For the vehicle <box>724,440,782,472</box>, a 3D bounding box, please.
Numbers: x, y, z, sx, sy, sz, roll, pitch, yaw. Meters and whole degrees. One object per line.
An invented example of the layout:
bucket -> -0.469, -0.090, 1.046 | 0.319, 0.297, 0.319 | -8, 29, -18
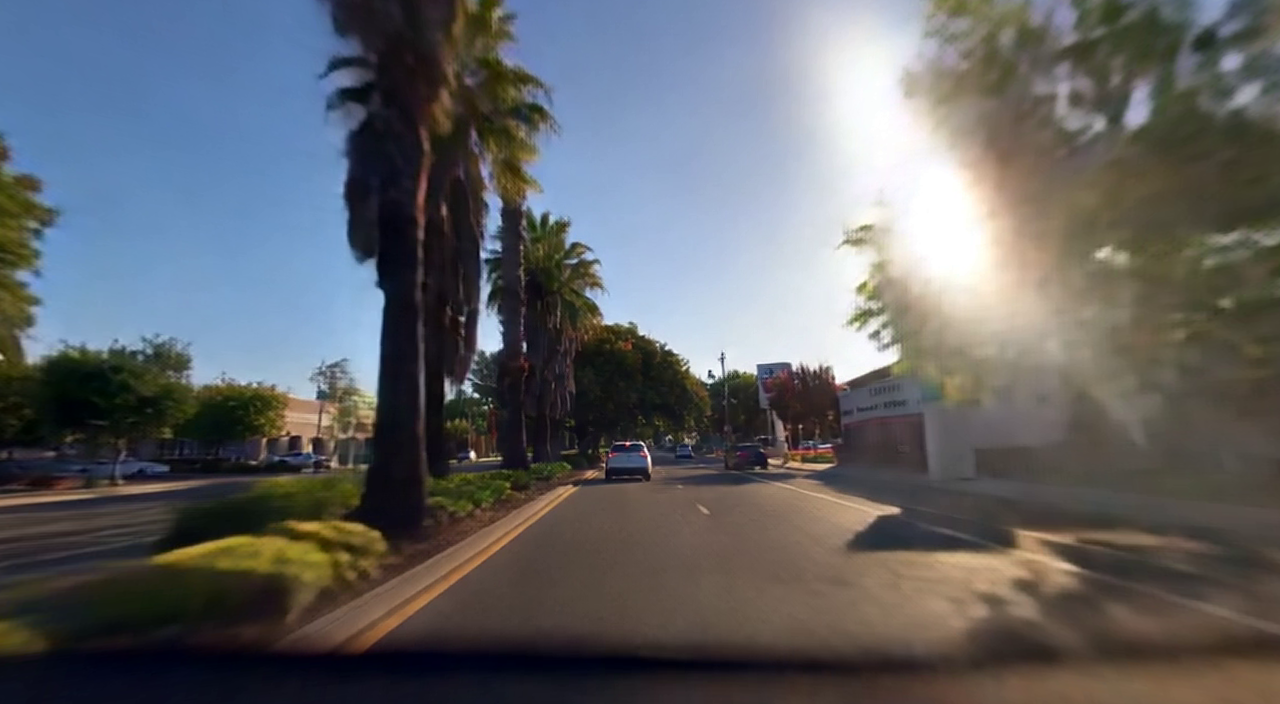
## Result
vehicle -> 6.099, 5.660, 34.657 | 2.244, 1.618, 4.585 | 0, -9, -2

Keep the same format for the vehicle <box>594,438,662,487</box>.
vehicle -> -0.367, 3.727, 21.611 | 2.106, 1.496, 3.964 | 0, -9, 0

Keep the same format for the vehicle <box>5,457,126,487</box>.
vehicle -> -30.972, 6.458, 34.158 | 4.544, 1.533, 2.026 | 0, -9, 0

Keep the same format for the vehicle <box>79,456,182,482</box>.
vehicle -> -30.163, 6.930, 37.526 | 4.345, 1.476, 1.937 | 0, -9, -2
